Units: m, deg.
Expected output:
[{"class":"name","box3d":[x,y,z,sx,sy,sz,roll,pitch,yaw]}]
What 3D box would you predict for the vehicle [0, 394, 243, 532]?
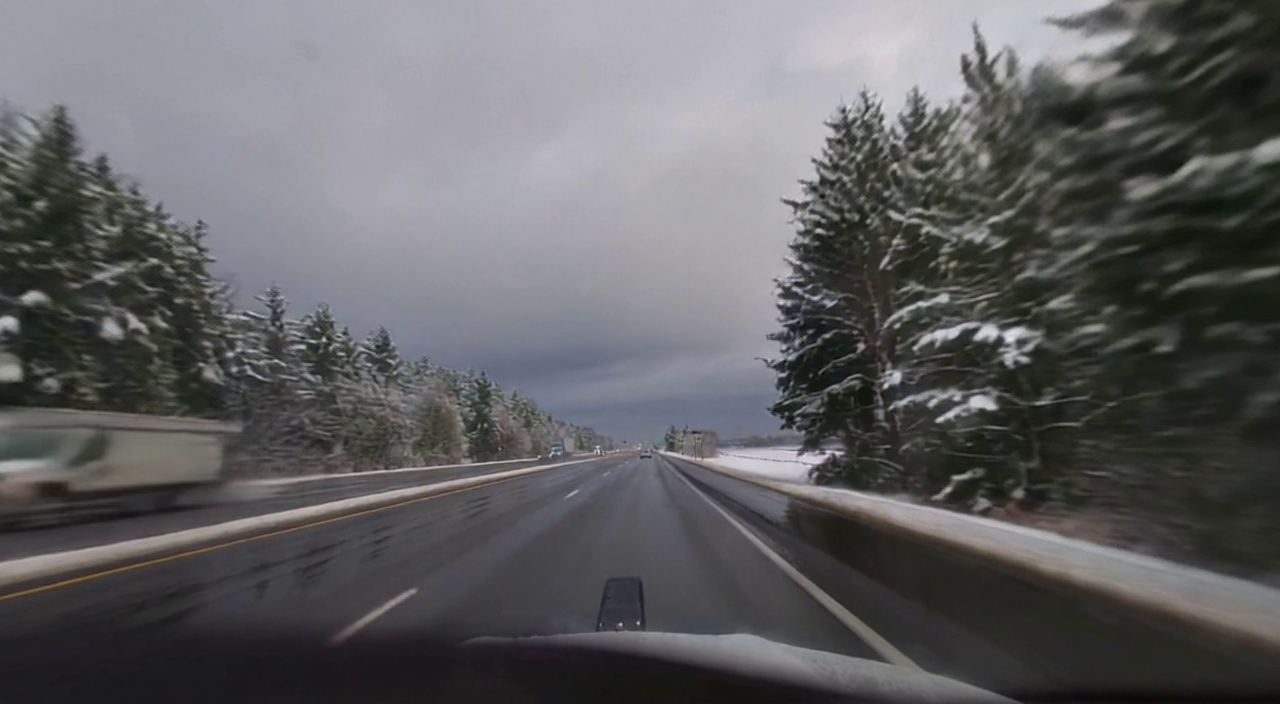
[{"class":"vehicle","box3d":[-11.888,2.413,14.034,2.436,2.436,5.427,0,-9,1]}]
